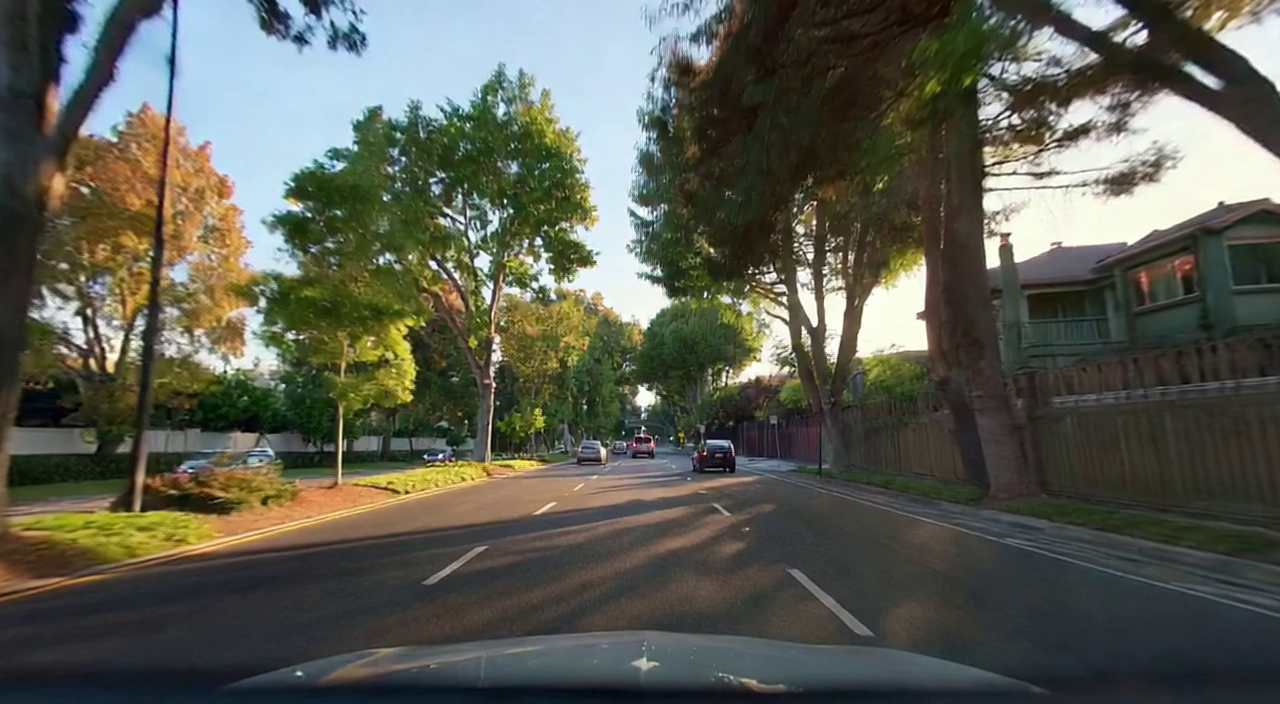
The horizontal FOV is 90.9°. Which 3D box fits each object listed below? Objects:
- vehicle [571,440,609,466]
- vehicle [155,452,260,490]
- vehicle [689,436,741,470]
[{"bbox_3d":[-3.051,6.228,38.988,1.940,1.473,4.133,0,-8,1],"label":"vehicle"},{"bbox_3d":[-20.802,5.720,30.594,1.902,1.640,4.496,0,-8,0],"label":"vehicle"},{"bbox_3d":[3.925,5.373,33.658,2.182,1.688,4.187,0,-8,-1],"label":"vehicle"}]
